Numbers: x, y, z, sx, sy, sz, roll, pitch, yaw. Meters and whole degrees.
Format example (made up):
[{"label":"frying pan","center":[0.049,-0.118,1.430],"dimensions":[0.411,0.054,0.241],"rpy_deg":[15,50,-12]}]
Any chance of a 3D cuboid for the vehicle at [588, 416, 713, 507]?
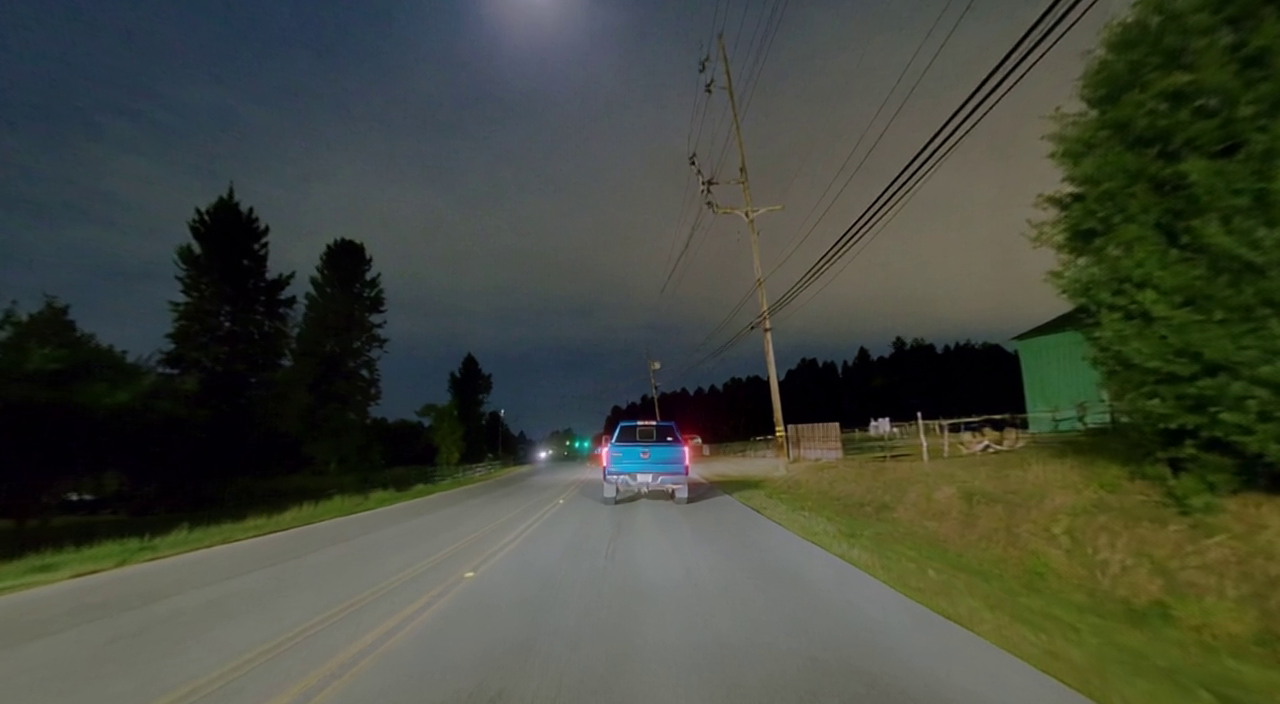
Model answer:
[{"label":"vehicle","center":[0.130,2.843,16.909],"dimensions":[2.693,1.941,6.356],"rpy_deg":[0,-9,-2]}]
